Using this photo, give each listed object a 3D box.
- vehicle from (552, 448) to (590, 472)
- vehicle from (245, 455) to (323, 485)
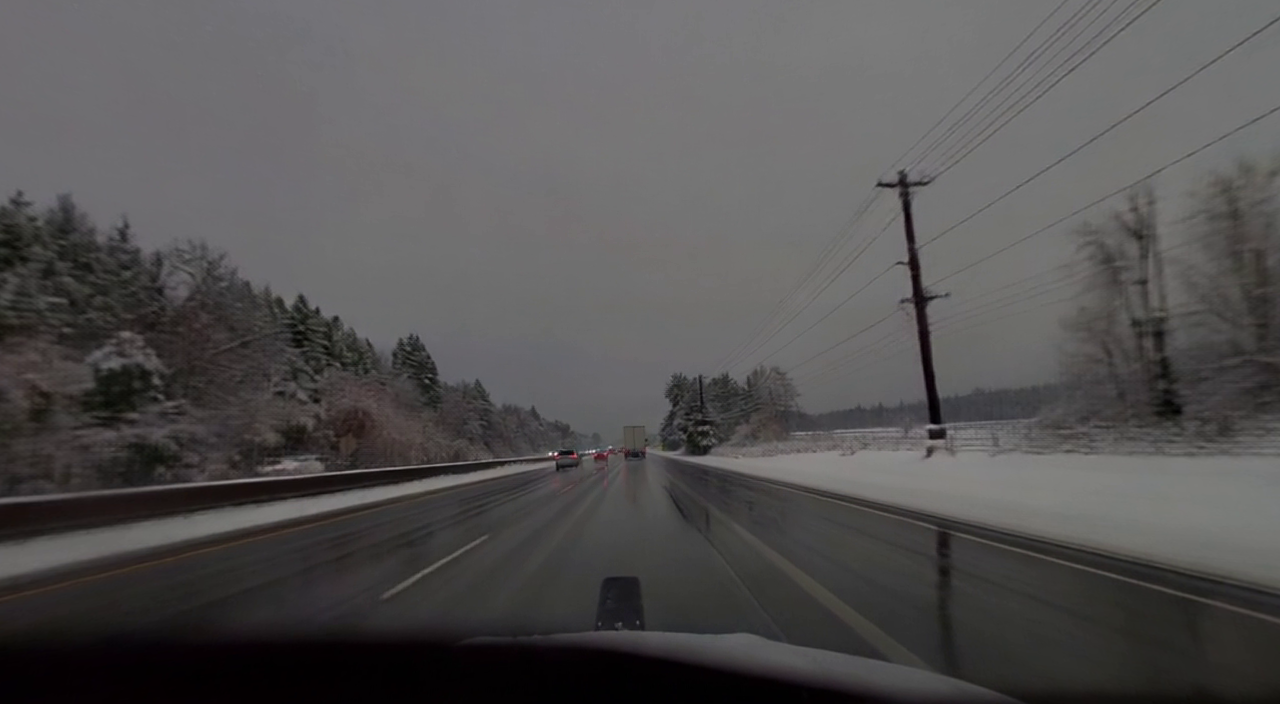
[{"bbox_3d":[-4.471,7.084,41.541,2.106,1.445,4.404,0,-9,-1],"label":"vehicle"},{"bbox_3d":[-18.197,6.026,32.450,1.811,1.460,3.662,0,-9,0],"label":"vehicle"}]
